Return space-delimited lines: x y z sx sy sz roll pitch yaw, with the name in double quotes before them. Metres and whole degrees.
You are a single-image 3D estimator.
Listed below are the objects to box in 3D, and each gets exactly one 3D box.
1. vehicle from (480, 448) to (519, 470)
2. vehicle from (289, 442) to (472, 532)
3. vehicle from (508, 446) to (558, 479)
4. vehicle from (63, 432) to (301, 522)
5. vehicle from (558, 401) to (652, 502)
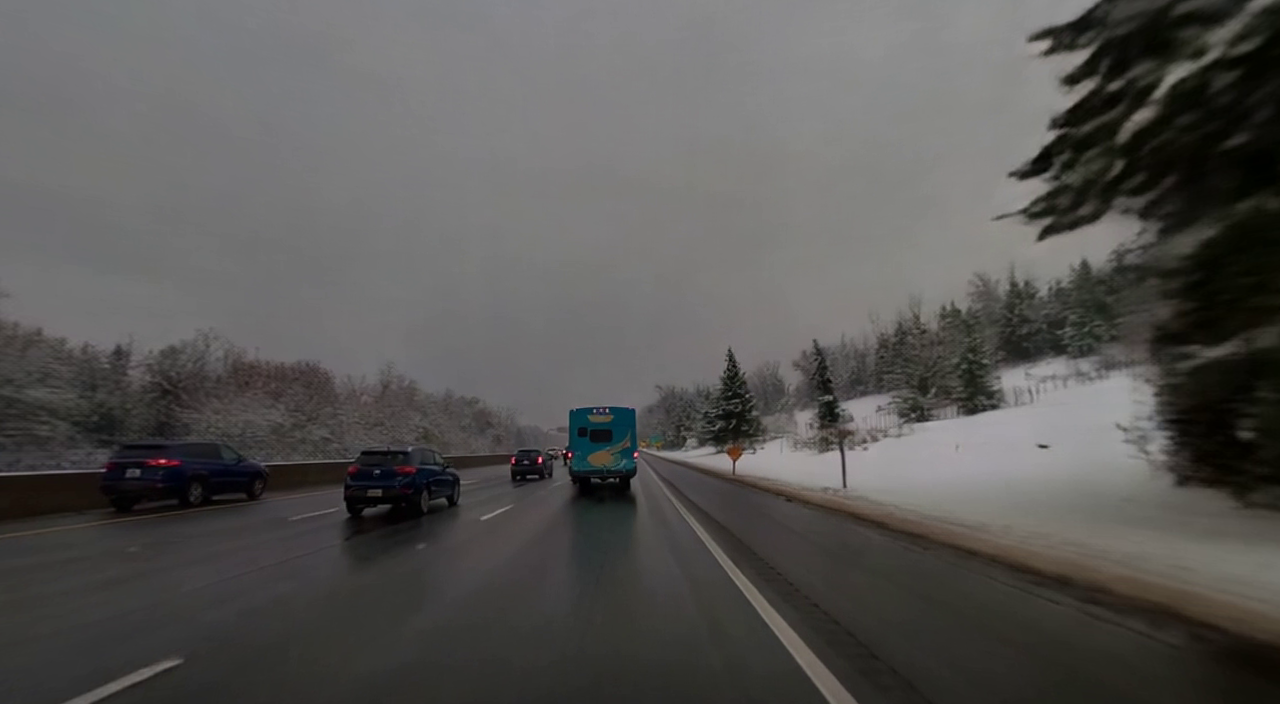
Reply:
"vehicle" -10.090 7.671 45.300 1.886 1.462 4.084 0 -9 -1
"vehicle" -4.777 2.512 12.309 1.876 1.438 4.072 0 -9 -1
"vehicle" -5.188 5.391 30.850 1.872 1.480 3.545 0 -9 -1
"vehicle" -9.608 2.642 13.763 2.010 1.621 4.252 0 -9 -1
"vehicle" -0.953 2.958 18.800 2.394 2.556 5.232 0 -9 -1
